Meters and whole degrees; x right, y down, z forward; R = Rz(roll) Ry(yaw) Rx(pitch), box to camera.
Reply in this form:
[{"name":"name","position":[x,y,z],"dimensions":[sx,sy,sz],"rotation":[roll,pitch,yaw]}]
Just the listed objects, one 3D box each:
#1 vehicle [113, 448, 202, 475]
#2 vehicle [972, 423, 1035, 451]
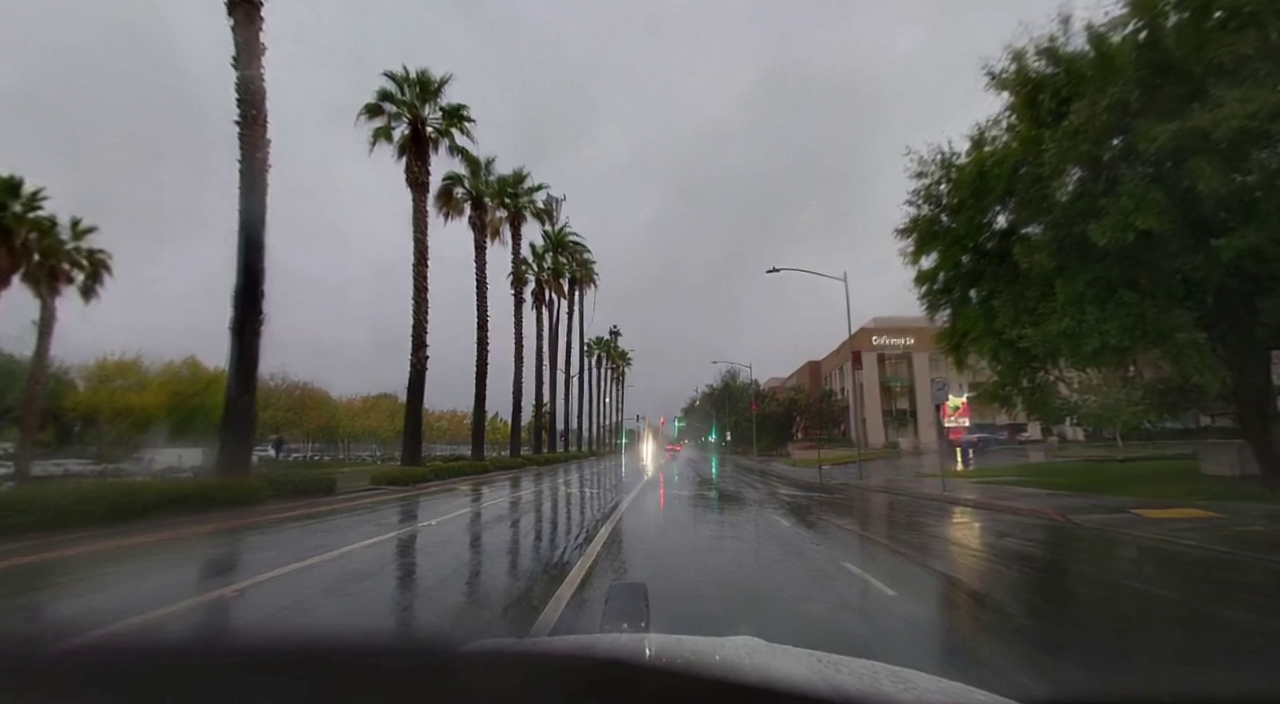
[{"name":"vehicle","position":[-33.600,7.625,44.110],"dimensions":[2.020,1.768,5.003],"rotation":[-1,-8,5]},{"name":"vehicle","position":[25.254,5.952,43.987],"dimensions":[2.222,1.818,5.099],"rotation":[-2,-9,12]}]
